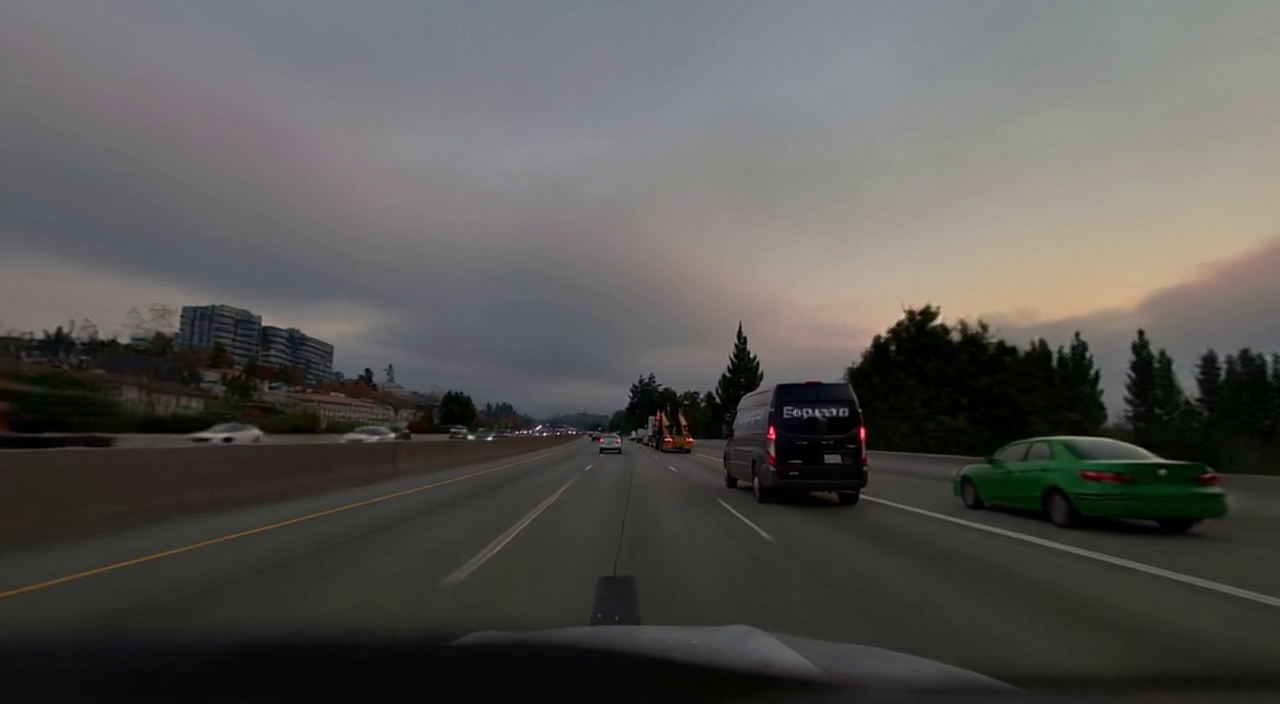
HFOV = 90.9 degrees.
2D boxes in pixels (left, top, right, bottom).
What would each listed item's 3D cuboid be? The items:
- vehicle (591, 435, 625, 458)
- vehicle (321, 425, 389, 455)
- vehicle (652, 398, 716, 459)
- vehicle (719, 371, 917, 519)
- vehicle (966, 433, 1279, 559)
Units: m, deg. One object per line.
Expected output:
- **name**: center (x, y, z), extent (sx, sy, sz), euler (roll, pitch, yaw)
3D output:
- **vehicle**: center (-2.167, 6.500, 43.650), extent (2.217, 1.502, 4.222), euler (0, -8, -2)
- **vehicle**: center (-15.458, 4.785, 34.398), extent (1.855, 1.532, 3.997), euler (0, -8, -1)
- **vehicle**: center (2.808, 5.441, 44.062), extent (2.912, 3.738, 10.123), euler (1, -8, -5)
- **vehicle**: center (3.394, 1.974, 13.709), extent (2.386, 2.509, 5.880), euler (0, -8, -2)
- **vehicle**: center (7.380, 2.055, 9.925), extent (1.925, 1.490, 4.631), euler (0, -8, -1)
